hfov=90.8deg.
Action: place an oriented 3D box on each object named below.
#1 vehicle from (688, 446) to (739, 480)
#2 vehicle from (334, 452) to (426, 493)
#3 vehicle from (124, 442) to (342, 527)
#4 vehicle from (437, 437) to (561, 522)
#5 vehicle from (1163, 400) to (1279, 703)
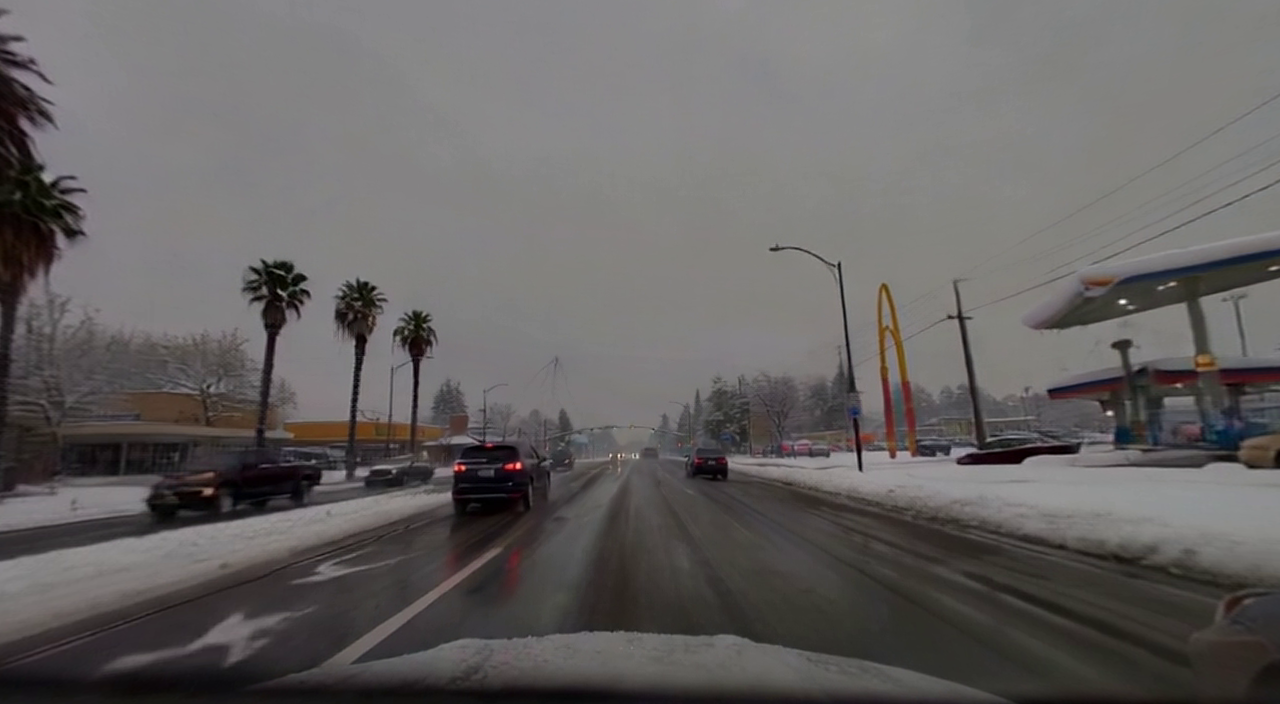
[{"bbox_3d":[3.372,5.198,29.807,1.889,1.448,4.262,0,-9,0],"label":"vehicle"},{"bbox_3d":[-11.371,5.291,28.042,1.940,1.550,4.525,0,-8,3],"label":"vehicle"},{"bbox_3d":[-10.232,3.327,16.536,2.169,1.853,4.853,-1,-9,5],"label":"vehicle"},{"bbox_3d":[-2.857,2.669,13.769,2.021,1.550,4.090,0,-9,-4],"label":"vehicle"},{"bbox_3d":[3.479,0.681,0.830,1.987,1.474,4.198,0,-9,1],"label":"vehicle"}]
